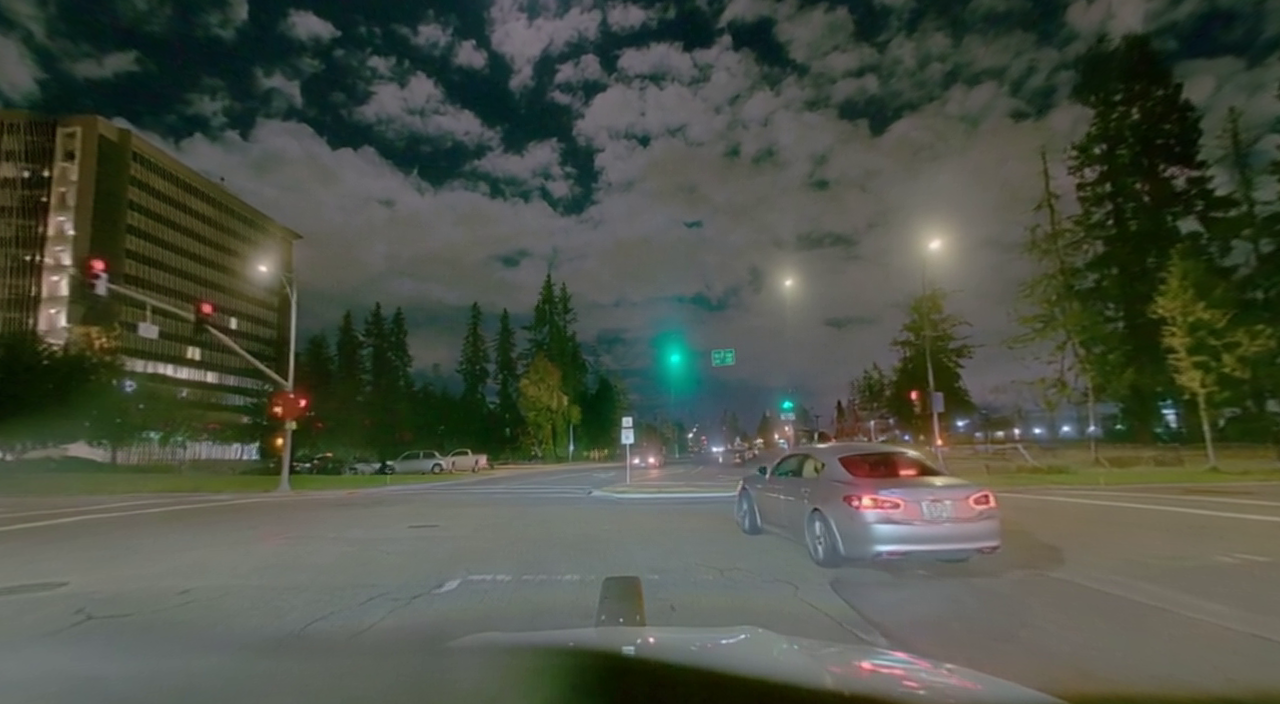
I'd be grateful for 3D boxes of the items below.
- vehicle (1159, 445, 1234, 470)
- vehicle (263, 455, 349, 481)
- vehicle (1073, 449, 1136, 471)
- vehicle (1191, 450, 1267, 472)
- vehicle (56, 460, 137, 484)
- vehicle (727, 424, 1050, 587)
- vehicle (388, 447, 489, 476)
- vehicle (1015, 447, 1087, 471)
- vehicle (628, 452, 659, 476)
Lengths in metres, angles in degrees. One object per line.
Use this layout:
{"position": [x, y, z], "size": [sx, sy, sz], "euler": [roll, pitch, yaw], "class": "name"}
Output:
{"position": [36.074, 6.865, 41.038], "size": [1.649, 1.463, 3.507], "euler": [-1, -12, 2], "class": "vehicle"}
{"position": [-20.570, 7.151, 38.985], "size": [4.207, 1.508, 1.875], "euler": [-1, -9, 4], "class": "vehicle"}
{"position": [30.364, 7.064, 41.429], "size": [1.746, 1.391, 3.360], "euler": [-1, -9, 5], "class": "vehicle"}
{"position": [38.673, 7.162, 41.572], "size": [1.664, 1.369, 3.468], "euler": [0, -9, 1], "class": "vehicle"}
{"position": [-35.186, 7.746, 41.026], "size": [1.709, 1.410, 3.945], "euler": [0, -9, 0], "class": "vehicle"}
{"position": [2.754, 1.804, 8.291], "size": [1.903, 1.529, 4.254], "euler": [2, -9, -10], "class": "vehicle"}
{"position": [-13.487, 7.354, 42.525], "size": [6.021, 1.868, 2.172], "euler": [0, -9, 2], "class": "vehicle"}
{"position": [27.207, 7.099, 42.006], "size": [2.039, 1.501, 4.231], "euler": [0, -9, 3], "class": "vehicle"}
{"position": [0.189, 7.611, 43.077], "size": [2.024, 1.489, 4.613], "euler": [0, -9, -1], "class": "vehicle"}
